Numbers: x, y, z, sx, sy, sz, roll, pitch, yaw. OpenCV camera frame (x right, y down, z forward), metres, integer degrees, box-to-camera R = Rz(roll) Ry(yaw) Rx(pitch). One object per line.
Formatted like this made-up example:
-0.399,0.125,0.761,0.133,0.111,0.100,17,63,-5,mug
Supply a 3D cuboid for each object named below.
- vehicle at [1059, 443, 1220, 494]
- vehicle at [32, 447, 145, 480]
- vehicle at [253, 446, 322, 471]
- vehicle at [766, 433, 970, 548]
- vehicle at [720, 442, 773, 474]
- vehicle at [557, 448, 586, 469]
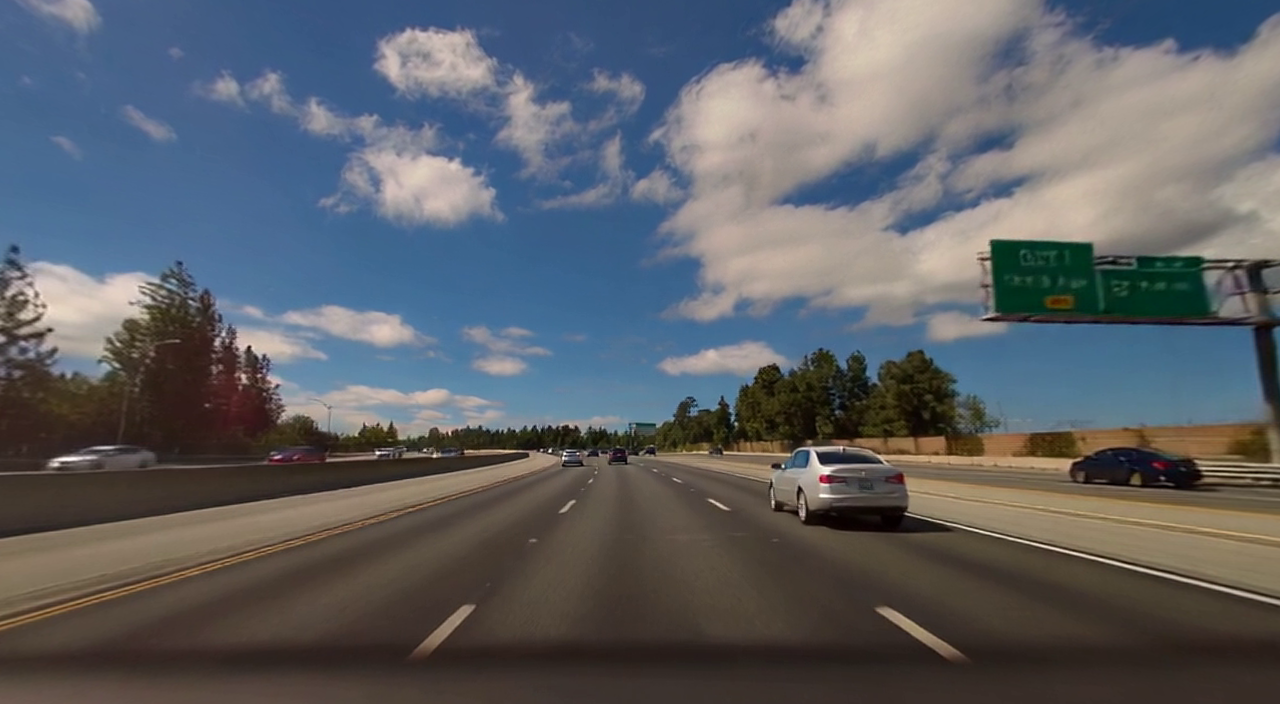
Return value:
16.616,3.874,21.327,1.878,1.486,4.636,-1,-9,4,vehicle
-28.367,5.743,32.629,1.909,1.586,4.394,0,-9,-1,vehicle
-25.252,7.638,45.395,2.170,1.723,5.110,0,-9,-2,vehicle
3.531,2.207,10.653,1.975,1.562,3.823,0,-9,0,vehicle
6.326,6.339,37.910,2.167,1.793,4.683,0,-9,-2,vehicle
-5.363,8.382,49.724,2.080,1.524,4.442,0,-9,-3,vehicle
